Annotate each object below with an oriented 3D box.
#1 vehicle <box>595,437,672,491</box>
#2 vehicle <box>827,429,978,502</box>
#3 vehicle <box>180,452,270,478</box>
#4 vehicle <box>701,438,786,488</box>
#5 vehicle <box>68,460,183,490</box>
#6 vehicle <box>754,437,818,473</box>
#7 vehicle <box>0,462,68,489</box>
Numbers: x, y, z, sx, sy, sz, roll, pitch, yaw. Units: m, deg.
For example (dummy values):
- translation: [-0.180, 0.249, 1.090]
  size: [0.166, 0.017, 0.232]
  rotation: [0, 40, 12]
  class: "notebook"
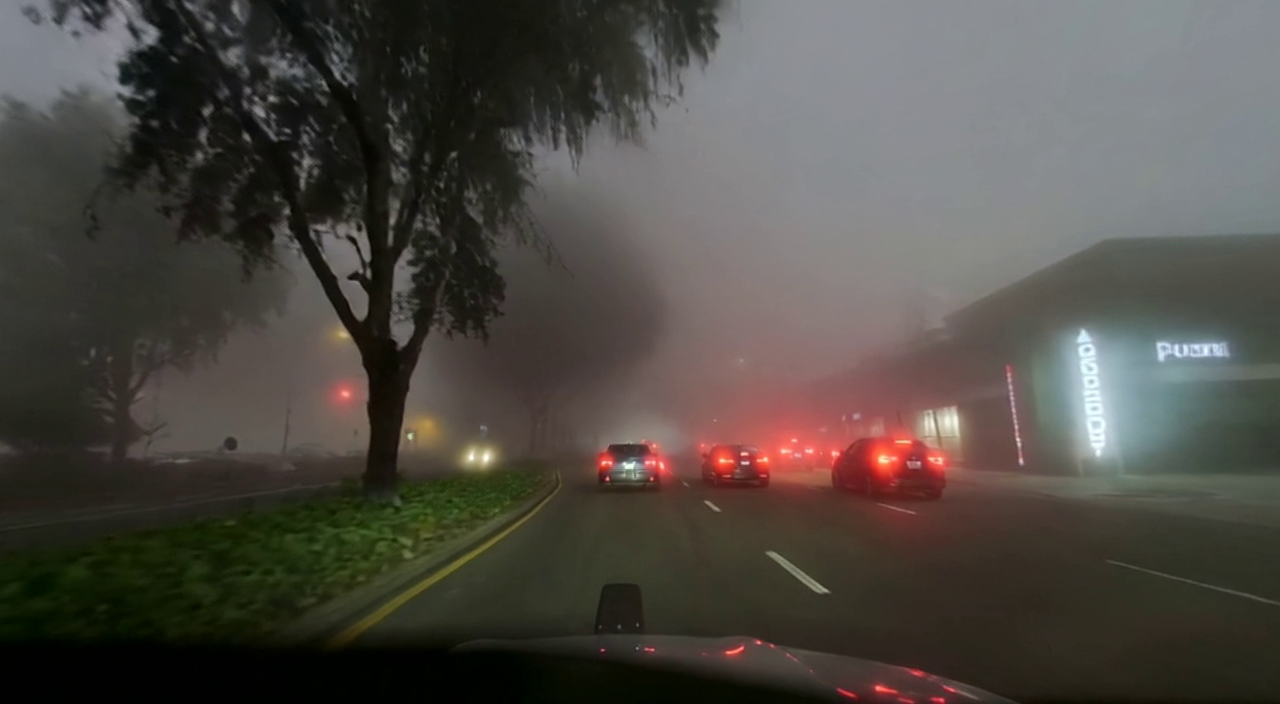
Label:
- translation: [-0.273, 3.377, 19.460]
  size: [2.101, 1.444, 4.248]
  rotation: [0, -8, -2]
  class: "vehicle"
- translation: [7.006, 3.071, 17.569]
  size: [2.052, 1.708, 4.842]
  rotation: [0, -8, -1]
  class: "vehicle"
- translation: [-28.042, 7.634, 42.799]
  size: [4.640, 1.640, 2.026]
  rotation: [-1, -8, 1]
  class: "vehicle"
- translation: [3.326, 3.667, 21.182]
  size: [1.993, 1.477, 4.240]
  rotation: [0, -8, -2]
  class: "vehicle"
- translation: [-28.176, 6.714, 34.681]
  size: [4.693, 1.499, 1.838]
  rotation: [0, -8, 0]
  class: "vehicle"
- translation: [7.226, 5.159, 31.772]
  size: [2.025, 1.666, 4.448]
  rotation: [0, -8, -2]
  class: "vehicle"
- translation: [-41.076, 8.145, 41.897]
  size: [1.864, 1.585, 4.629]
  rotation: [0, -8, -1]
  class: "vehicle"
